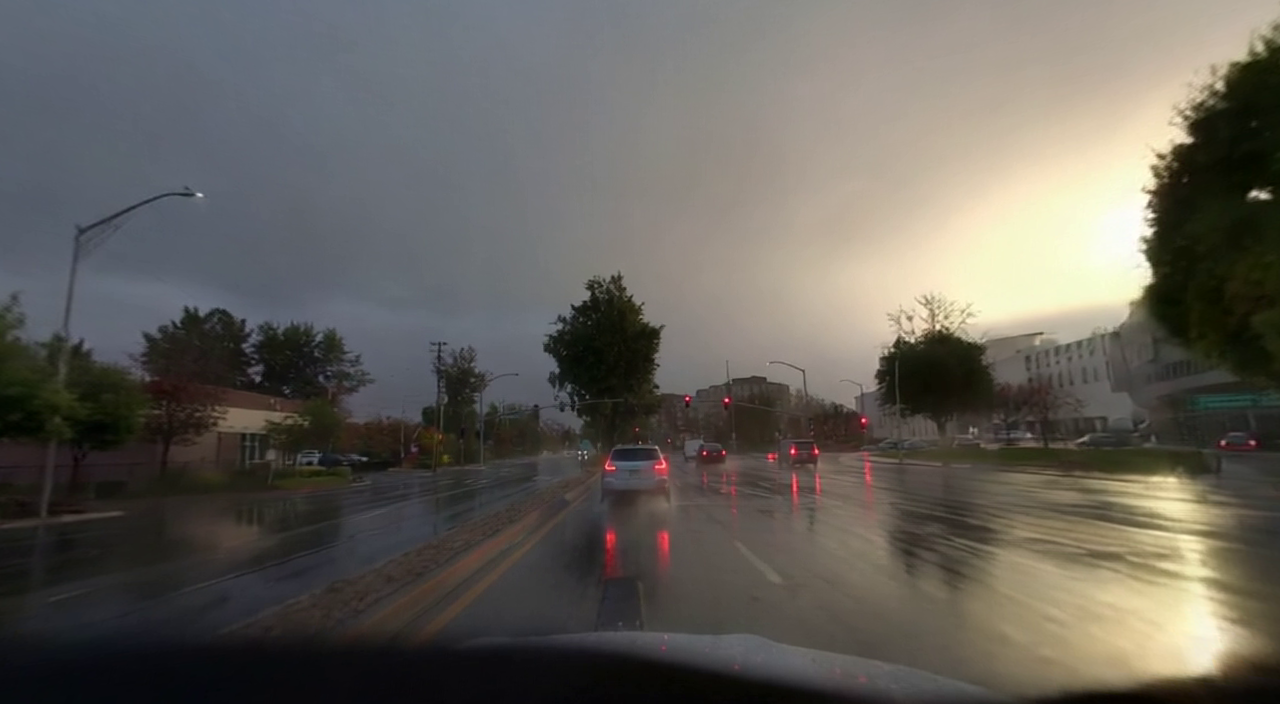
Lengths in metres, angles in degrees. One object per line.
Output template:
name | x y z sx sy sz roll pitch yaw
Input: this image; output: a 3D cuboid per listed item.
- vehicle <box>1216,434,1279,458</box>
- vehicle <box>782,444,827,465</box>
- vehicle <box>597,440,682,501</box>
vehicle | 40.371 6.233 41.884 3.834 1.470 1.910 4 -10 -28
vehicle | 12.422 7.756 48.067 2.059 1.482 4.568 0 -9 -1
vehicle | -0.044 3.208 17.547 2.064 1.477 3.968 0 -9 -1
